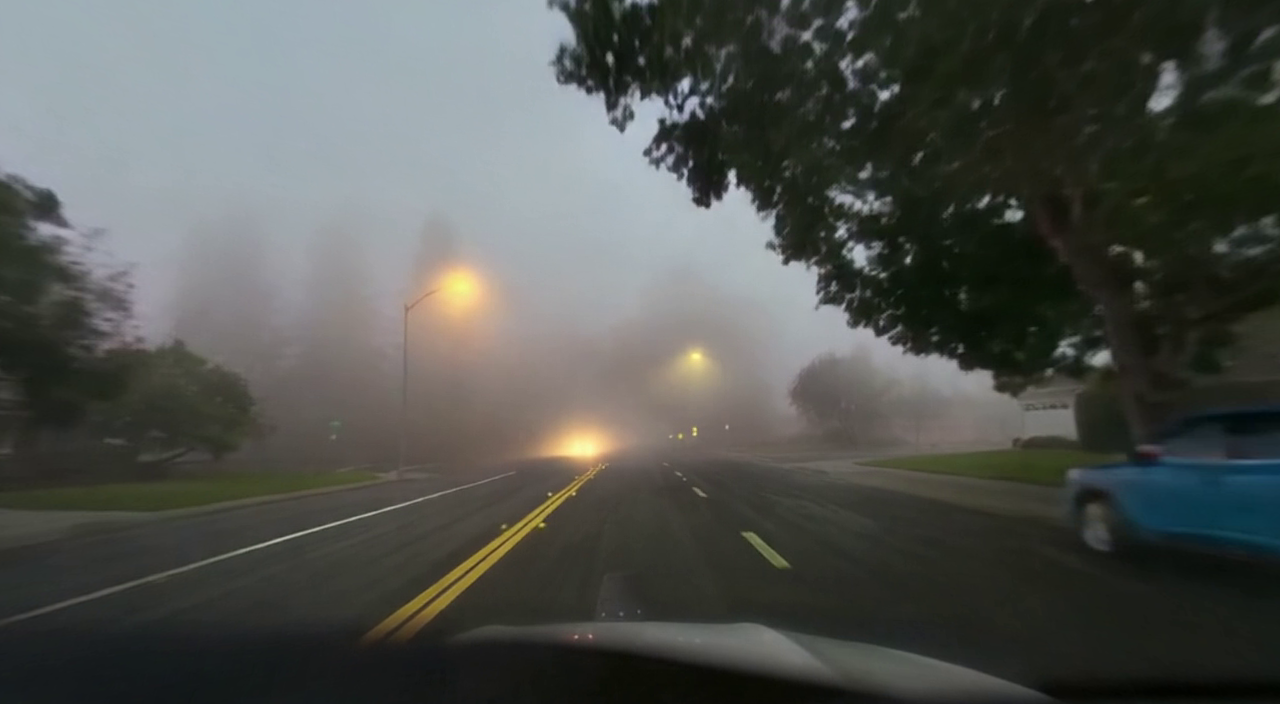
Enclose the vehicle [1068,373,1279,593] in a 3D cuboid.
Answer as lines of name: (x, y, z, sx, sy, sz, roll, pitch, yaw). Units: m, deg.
vehicle: (6.498, 1.184, 5.556, 2.116, 1.844, 4.792, 3, -8, 0)
